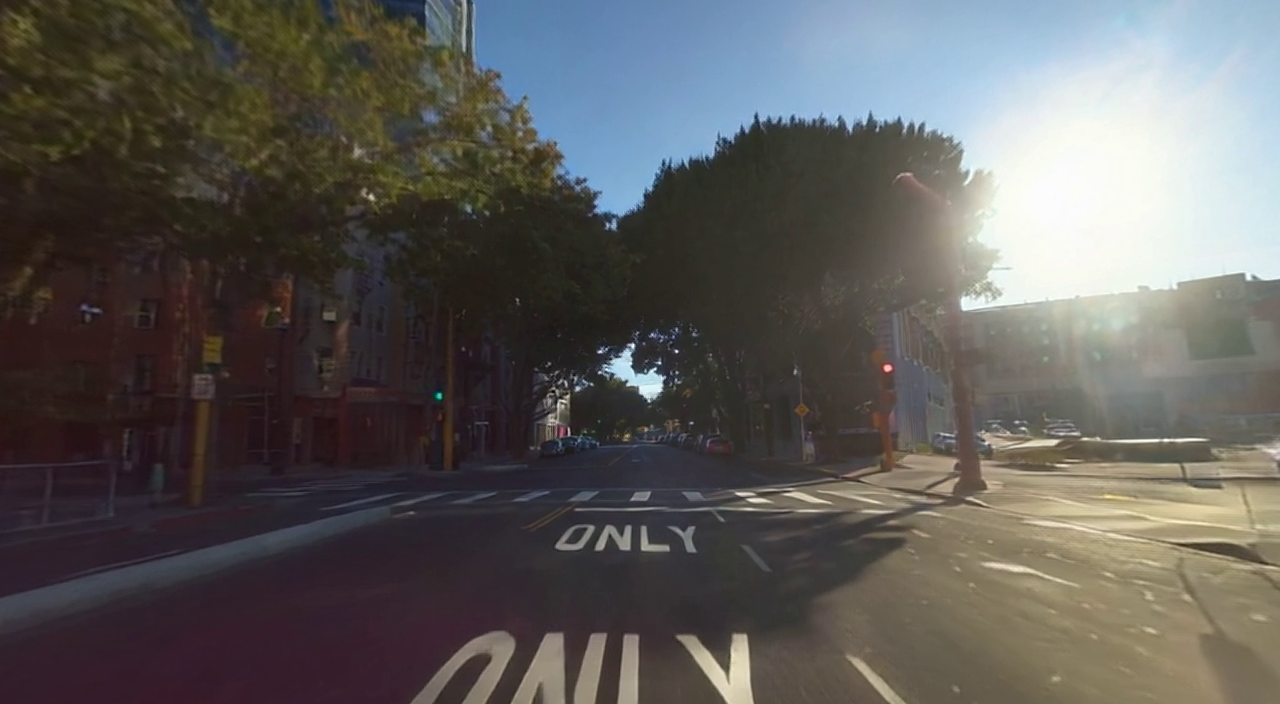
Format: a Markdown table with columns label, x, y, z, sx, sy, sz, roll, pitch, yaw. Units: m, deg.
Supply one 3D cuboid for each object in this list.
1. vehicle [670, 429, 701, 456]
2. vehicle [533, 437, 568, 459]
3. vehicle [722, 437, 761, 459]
| label | x | y | z | sx | sy | sz | roll | pitch | yaw |
| --- | --- | --- | --- | --- | --- | --- | --- | --- | --- |
| vehicle | 3.481 | 7.022 | 48.836 | 1.971 | 1.919 | 4.748 | 0 | -8 | -1 |
| vehicle | -6.739 | 7.227 | 47.715 | 2.127 | 1.533 | 4.547 | -1 | -8 | -2 |
| vehicle | 7.413 | 7.047 | 46.445 | 1.997 | 1.510 | 4.455 | 0 | -8 | -2 |
